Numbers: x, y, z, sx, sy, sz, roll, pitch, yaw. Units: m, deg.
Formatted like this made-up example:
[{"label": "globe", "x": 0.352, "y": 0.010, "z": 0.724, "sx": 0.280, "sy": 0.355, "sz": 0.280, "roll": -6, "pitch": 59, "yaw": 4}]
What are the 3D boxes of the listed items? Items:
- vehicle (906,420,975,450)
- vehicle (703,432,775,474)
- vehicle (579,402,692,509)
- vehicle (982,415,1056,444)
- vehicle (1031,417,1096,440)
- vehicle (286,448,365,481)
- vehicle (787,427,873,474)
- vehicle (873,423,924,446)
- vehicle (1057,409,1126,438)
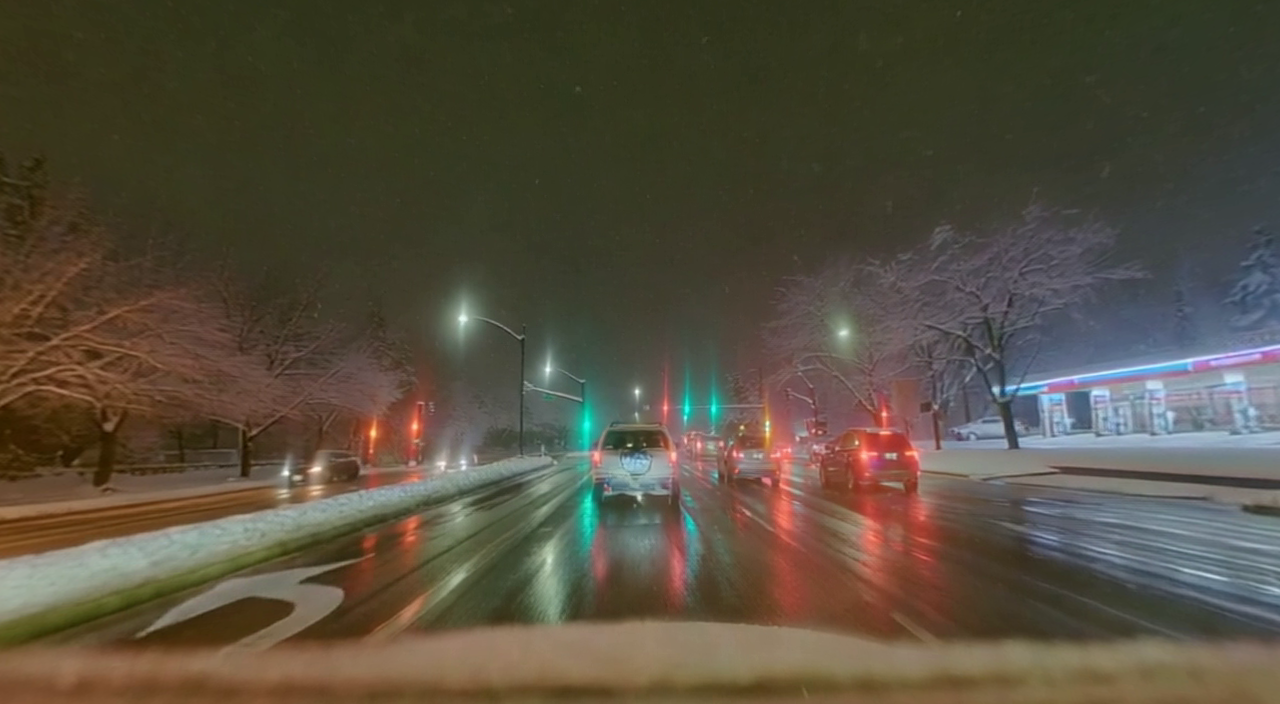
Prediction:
[{"label": "vehicle", "x": 19.905, "y": 5.555, "z": 42.171, "sx": 1.929, "sy": 1.763, "sz": 5.190, "roll": -3, "pitch": -8, "yaw": -1}, {"label": "vehicle", "x": 3.678, "y": 3.841, "z": 24.198, "sx": 1.940, "sy": 1.474, "sz": 4.234, "roll": 0, "pitch": -8, "yaw": -2}, {"label": "vehicle", "x": -0.108, "y": 2.238, "z": 13.967, "sx": 2.038, "sy": 1.917, "sz": 4.900, "roll": 0, "pitch": -8, "yaw": -1}, {"label": "vehicle", "x": 25.300, "y": 5.263, "z": 42.355, "sx": 2.107, "sy": 1.806, "sz": 4.410, "roll": 0, "pitch": -8, "yaw": -2}, {"label": "vehicle", "x": 27.799, "y": 5.093, "z": 41.579, "sx": 1.709, "sy": 1.423, "sz": 3.660, "roll": 0, "pitch": -8, "yaw": 0}, {"label": "vehicle", "x": -16.774, "y": 5.983, "z": 34.011, "sx": 1.942, "sy": 1.479, "sz": 4.765, "roll": -4, "pitch": -8, "yaw": -1}, {"label": "vehicle", "x": 6.974, "y": 3.678, "z": 23.638, "sx": 1.793, "sy": 1.585, "sz": 4.130, "roll": 0, "pitch": -8, "yaw": -2}, {"label": "vehicle", "x": 19.745, "y": 6.370, "z": 48.452, "sx": 1.925, "sy": 1.629, "sz": 4.331, "roll": 0, "pitch": -8, "yaw": -1}, {"label": "vehicle", "x": 30.574, "y": 4.916, "z": 42.904, "sx": 1.769, "sy": 1.782, "sz": 4.068, "roll": 0, "pitch": -9, "yaw": 3}]
